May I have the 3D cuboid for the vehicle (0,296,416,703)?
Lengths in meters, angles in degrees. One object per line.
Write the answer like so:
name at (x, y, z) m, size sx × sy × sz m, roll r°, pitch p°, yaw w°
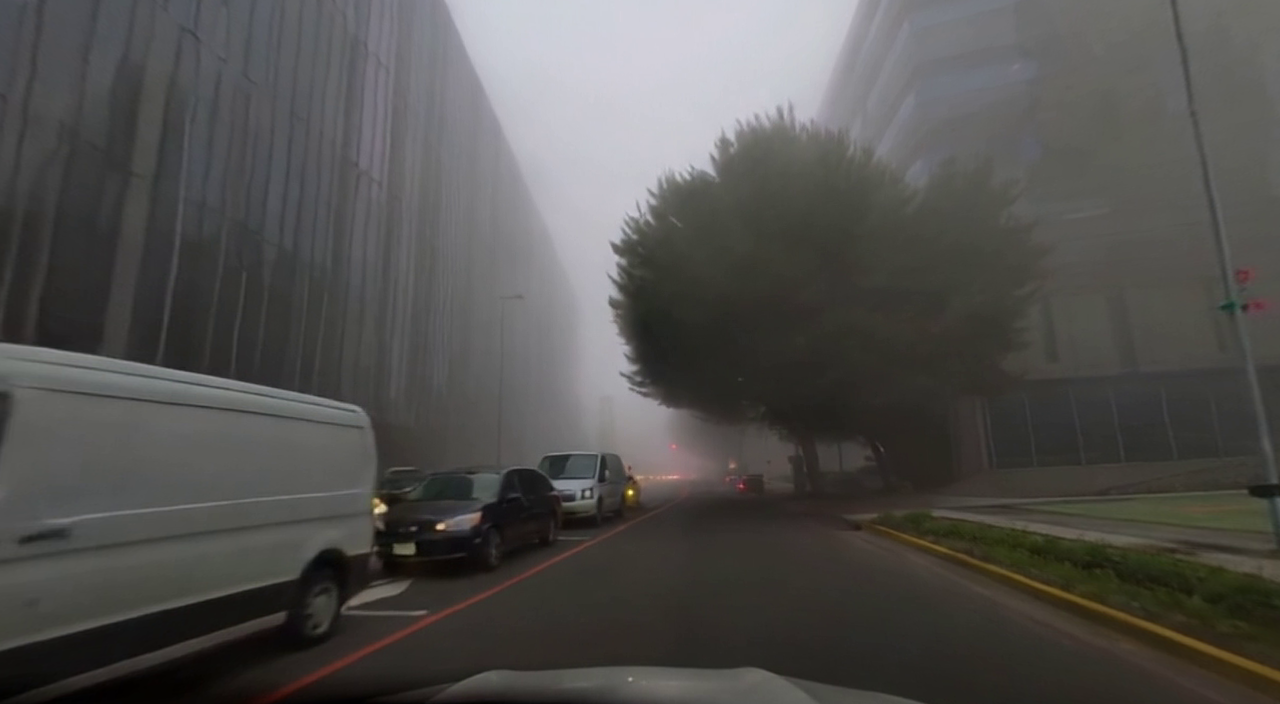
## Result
vehicle at (-3.556, 0.970, 3.479) m, size 2.104 × 2.013 × 5.252 m, roll -3°, pitch -11°, yaw 8°

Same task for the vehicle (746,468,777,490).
vehicle at (8.576, 9.004, 44.835) m, size 1.899 × 1.470 × 3.666 m, roll -1°, pitch -10°, yaw 7°

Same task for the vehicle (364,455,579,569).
vehicle at (-2.549, 2.618, 10.954) m, size 1.853 × 1.495 × 4.632 m, roll -3°, pitch -11°, yaw 9°
